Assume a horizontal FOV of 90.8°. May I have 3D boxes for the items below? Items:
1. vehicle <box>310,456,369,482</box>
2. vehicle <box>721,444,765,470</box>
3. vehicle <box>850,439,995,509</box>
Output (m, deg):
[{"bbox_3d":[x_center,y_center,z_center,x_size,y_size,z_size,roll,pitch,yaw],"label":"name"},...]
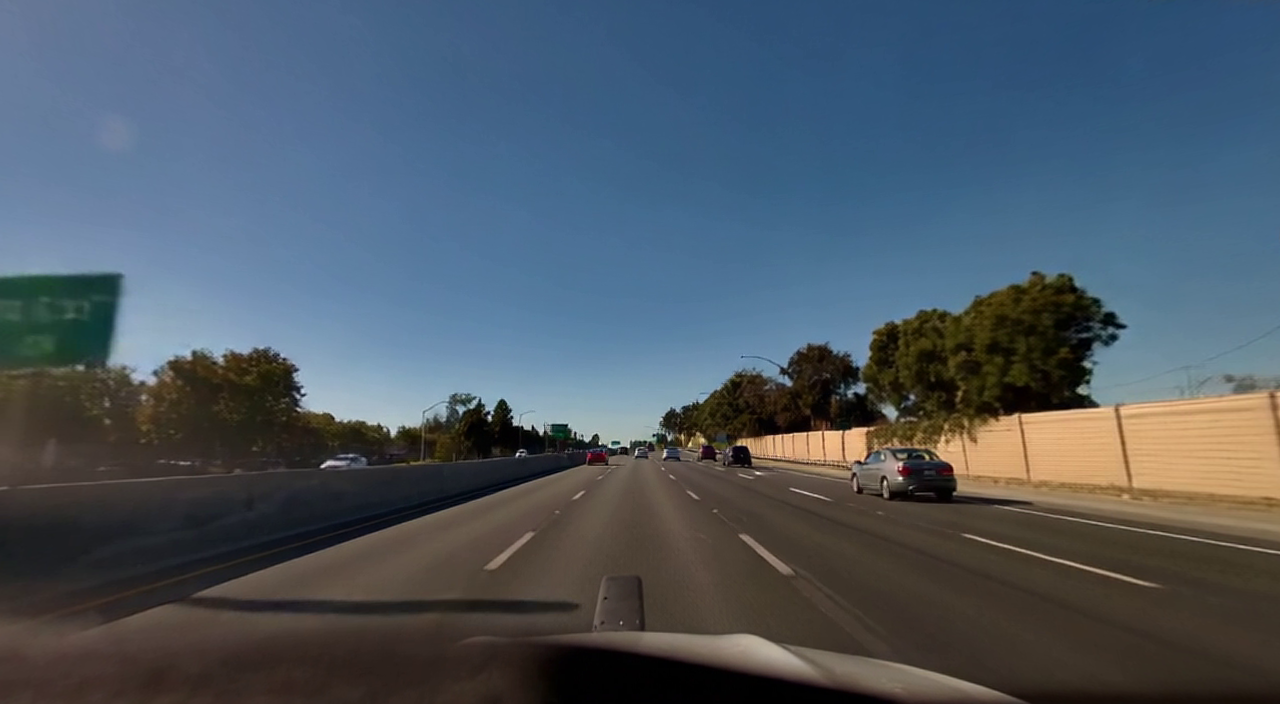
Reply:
[{"bbox_3d":[-19.542,7.628,41.260,1.797,1.528,3.941,0,-8,1],"label":"vehicle"},{"bbox_3d":[6.569,6.745,40.817,1.987,1.597,4.463,0,-8,-2],"label":"vehicle"},{"bbox_3d":[6.834,2.955,15.750,1.838,1.518,3.713,0,-8,-1],"label":"vehicle"}]
